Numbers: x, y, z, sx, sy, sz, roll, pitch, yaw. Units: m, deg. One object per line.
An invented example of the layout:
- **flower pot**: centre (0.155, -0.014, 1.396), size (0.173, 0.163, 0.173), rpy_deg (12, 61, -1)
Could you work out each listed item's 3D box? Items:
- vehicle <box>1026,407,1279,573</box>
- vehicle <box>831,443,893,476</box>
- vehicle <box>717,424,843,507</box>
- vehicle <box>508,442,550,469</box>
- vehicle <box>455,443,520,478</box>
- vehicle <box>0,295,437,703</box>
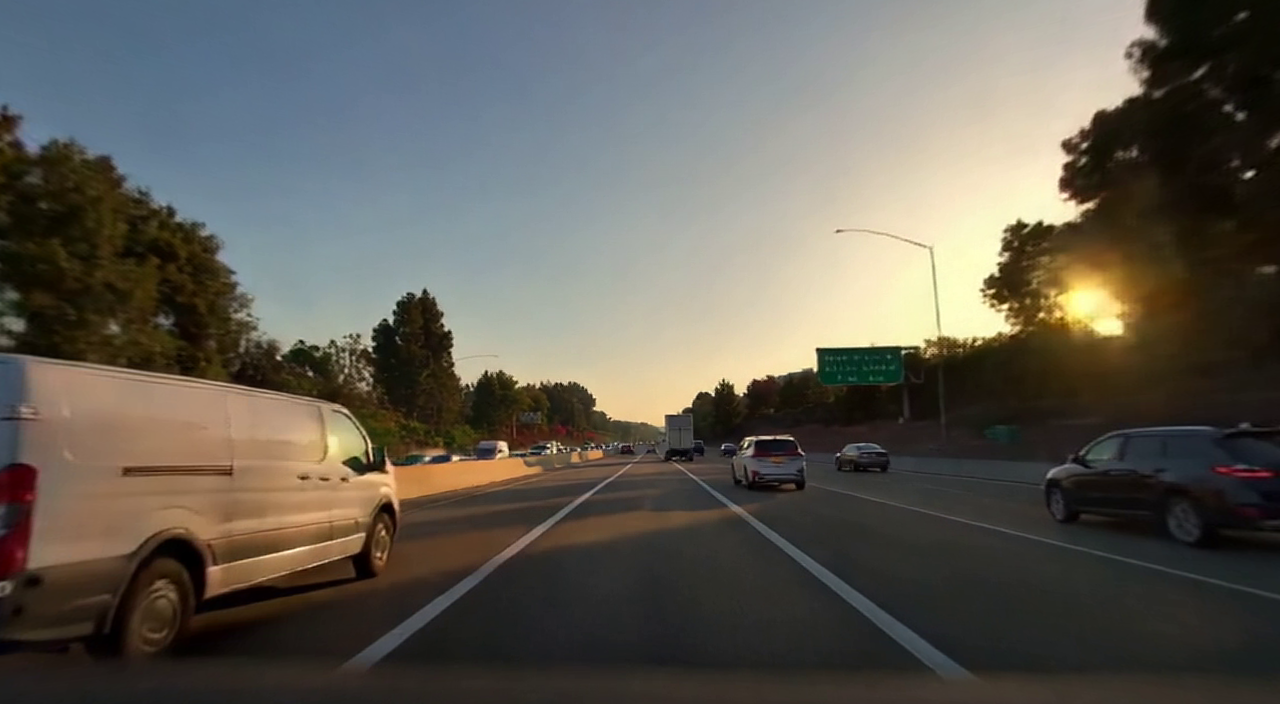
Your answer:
- **vehicle**: centre (7.600, 1.727, 8.594), size (1.976, 1.703, 4.288), rpy_deg (0, -8, 1)
- **vehicle**: centre (10.927, 5.294, 31.304), size (1.827, 1.493, 3.919), rpy_deg (0, -8, 3)
- **vehicle**: centre (3.452, 2.912, 16.660), size (2.209, 1.862, 4.717), rpy_deg (0, -8, -1)
- **vehicle**: centre (-7.442, 6.989, 42.722), size (1.955, 1.742, 4.446), rpy_deg (0, -8, 1)
- **vehicle**: centre (-7.666, 5.471, 32.157), size (2.012, 1.669, 4.599), rpy_deg (0, -8, 2)
- **vehicle**: centre (-3.541, 1.071, 4.670), size (2.159, 1.922, 5.345), rpy_deg (0, -8, 1)
